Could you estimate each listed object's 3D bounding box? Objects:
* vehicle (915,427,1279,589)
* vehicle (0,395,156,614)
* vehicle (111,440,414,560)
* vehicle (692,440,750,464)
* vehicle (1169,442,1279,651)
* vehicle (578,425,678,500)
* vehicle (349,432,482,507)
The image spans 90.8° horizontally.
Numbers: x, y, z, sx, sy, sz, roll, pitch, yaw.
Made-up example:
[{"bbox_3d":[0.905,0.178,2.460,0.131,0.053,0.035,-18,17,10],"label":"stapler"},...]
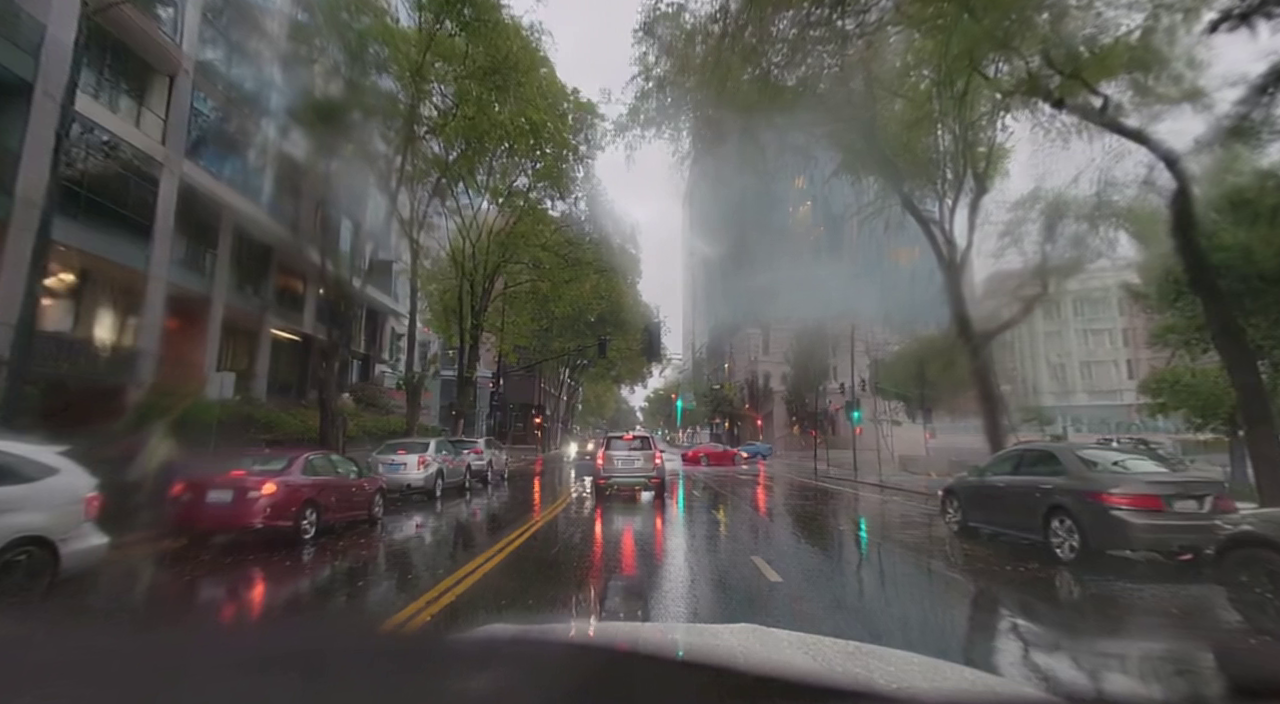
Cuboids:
[{"bbox_3d":[5.996,2.003,9.048,2.004,1.699,4.525,0,-9,-1],"label":"vehicle"},{"bbox_3d":[-6.141,1.094,4.137,1.947,1.748,4.988,0,-8,0],"label":"vehicle"},{"bbox_3d":[-5.575,2.190,10.190,1.841,1.466,4.364,-1,-9,7],"label":"vehicle"},{"bbox_3d":[5.547,6.736,42.752,1.824,1.555,4.638,-7,-11,36],"label":"vehicle"},{"bbox_3d":[5.607,1.180,3.054,1.999,1.498,4.780,0,-9,1],"label":"vehicle"},{"bbox_3d":[-0.241,2.821,16.425,2.258,1.687,3.934,0,-9,1],"label":"vehicle"},{"bbox_3d":[-5.727,3.049,16.846,1.904,1.684,4.529,0,-9,0],"label":"vehicle"}]
